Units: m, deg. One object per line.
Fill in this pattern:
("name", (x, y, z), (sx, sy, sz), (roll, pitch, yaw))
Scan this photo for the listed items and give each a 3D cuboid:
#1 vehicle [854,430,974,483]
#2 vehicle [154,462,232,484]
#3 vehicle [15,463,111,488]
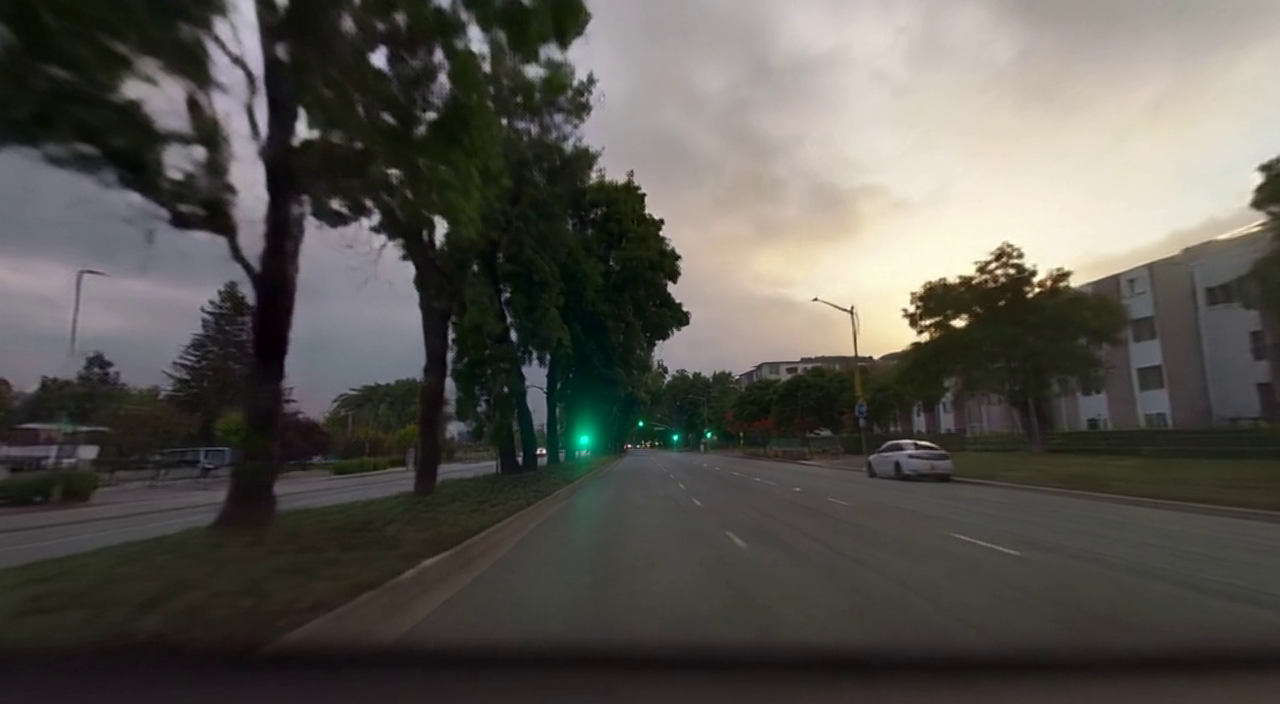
("vehicle", (9.994, 3.858, 23.576), (2.051, 1.726, 4.898), (1, -8, -3))
("vehicle", (-30.732, 8.315, 43.525), (3.930, 1.431, 1.645), (2, -9, -12))
("vehicle", (-45.136, 9.653, 49.536), (5.340, 1.609, 2.171), (6, -12, -41))
